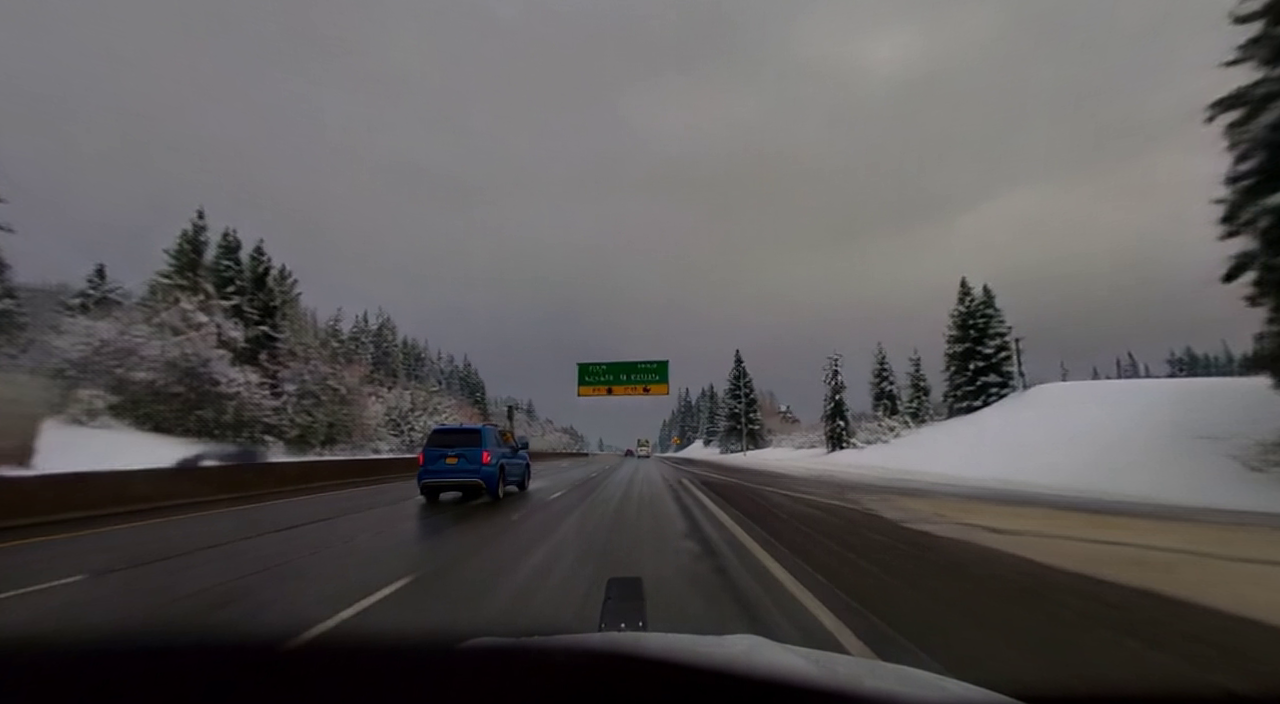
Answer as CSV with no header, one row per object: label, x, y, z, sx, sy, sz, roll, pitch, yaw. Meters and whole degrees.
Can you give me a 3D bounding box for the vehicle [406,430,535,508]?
vehicle,-4.236,2.995,16.637,2.084,1.752,4.479,0,-8,1
